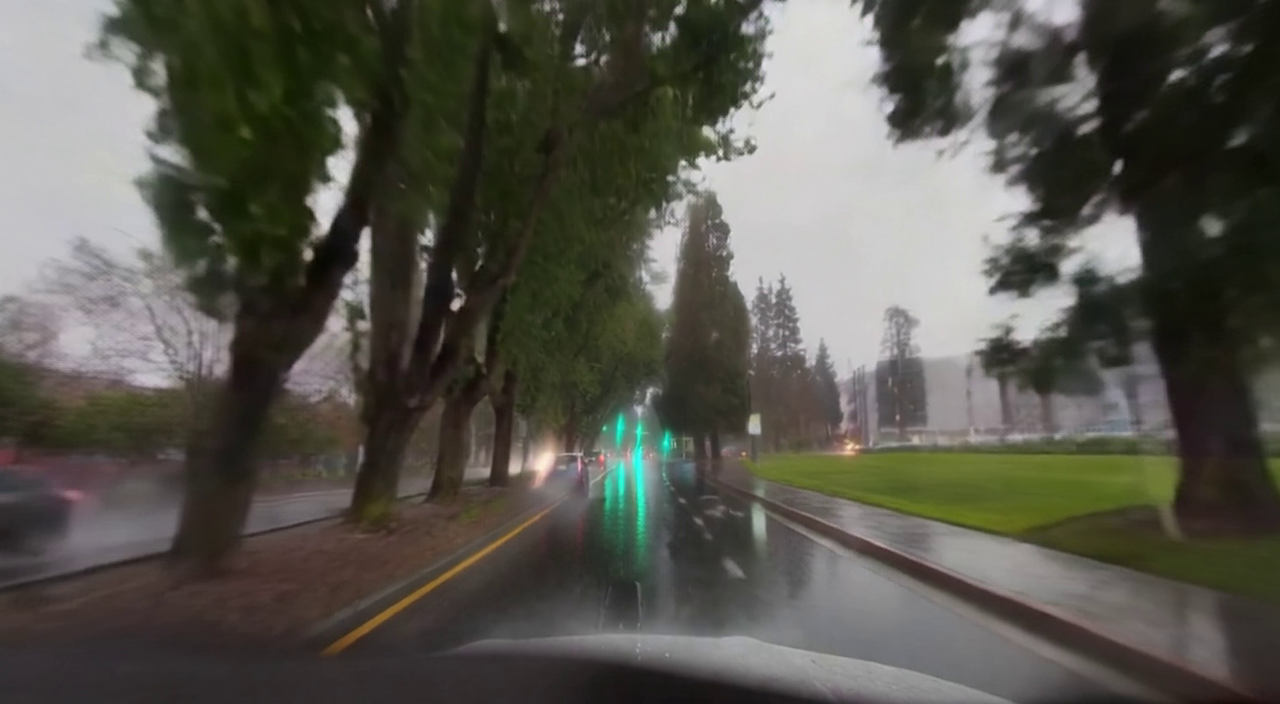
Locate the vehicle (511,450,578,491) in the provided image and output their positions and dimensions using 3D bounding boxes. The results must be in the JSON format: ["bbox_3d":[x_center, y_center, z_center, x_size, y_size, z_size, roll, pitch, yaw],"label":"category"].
[{"bbox_3d":[-3.639,4.589,24.731,1.932,1.431,4.144,0,-9,1],"label":"vehicle"}]
